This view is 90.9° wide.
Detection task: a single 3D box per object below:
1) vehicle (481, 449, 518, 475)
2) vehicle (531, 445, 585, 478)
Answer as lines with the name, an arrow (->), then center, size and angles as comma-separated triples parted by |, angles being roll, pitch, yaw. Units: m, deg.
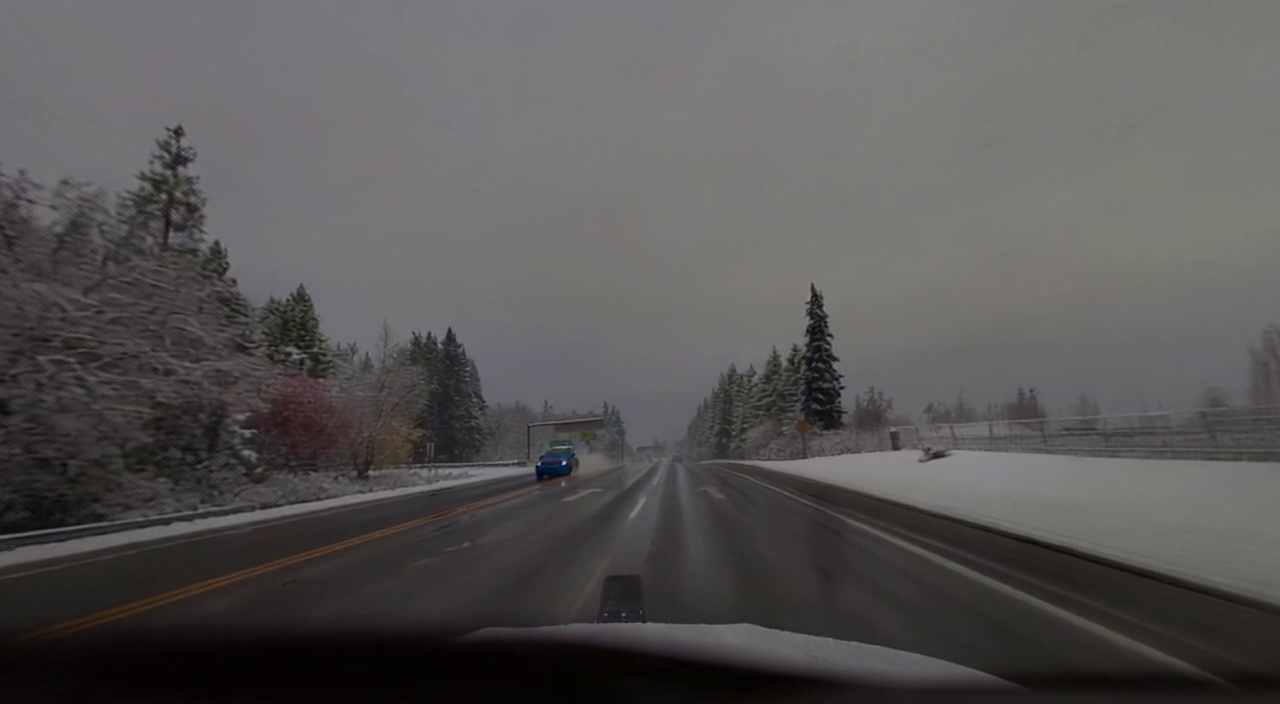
vehicle -> -9.933, 7.720, 44.299 | 2.077, 1.707, 4.282 | 3, -9, -17
vehicle -> -4.398, 5.957, 34.550 | 2.095, 1.678, 4.421 | -1, -9, 4
